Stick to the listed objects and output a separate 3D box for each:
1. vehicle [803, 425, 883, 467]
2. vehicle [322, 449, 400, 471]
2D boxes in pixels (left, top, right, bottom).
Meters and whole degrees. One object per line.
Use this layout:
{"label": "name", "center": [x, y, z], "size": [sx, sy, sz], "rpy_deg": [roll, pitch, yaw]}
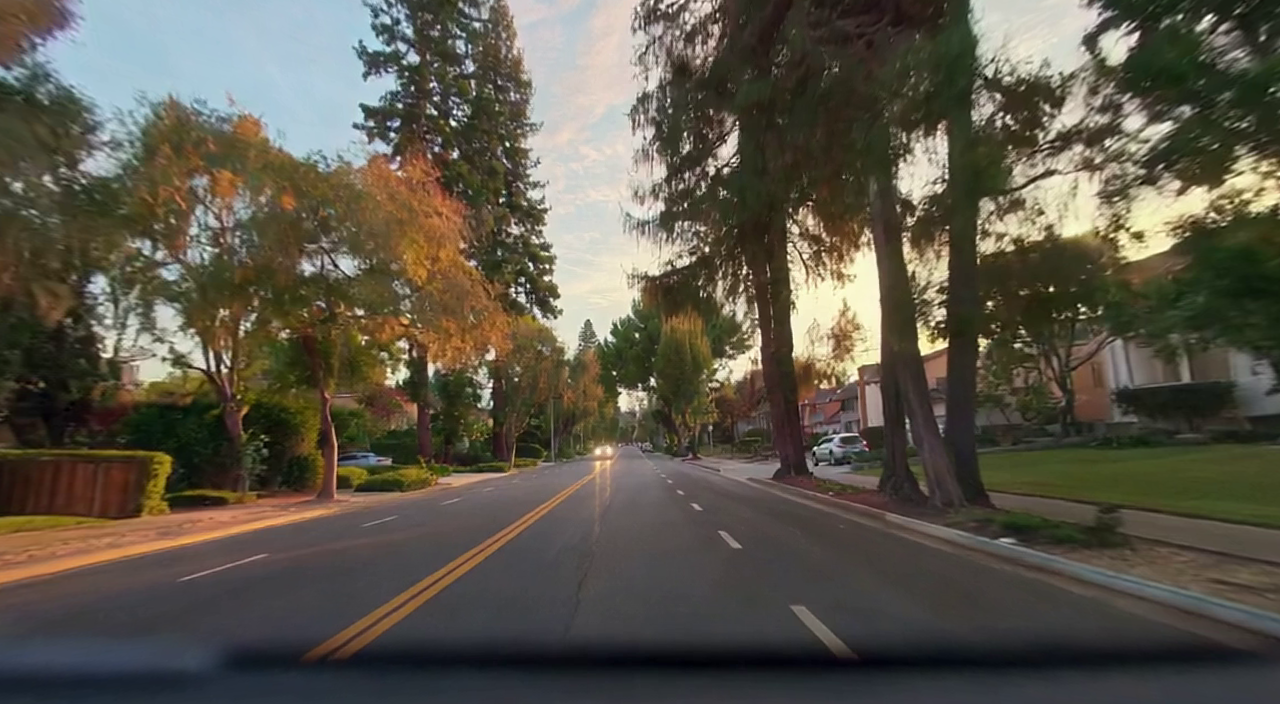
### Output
{"label": "vehicle", "center": [10.676, 5.024, 33.754], "size": [2.305, 2.042, 5.711], "rpy_deg": [0, -8, 0]}
{"label": "vehicle", "center": [-19.474, 7.552, 44.218], "size": [4.459, 1.432, 1.979], "rpy_deg": [0, -9, -1]}
